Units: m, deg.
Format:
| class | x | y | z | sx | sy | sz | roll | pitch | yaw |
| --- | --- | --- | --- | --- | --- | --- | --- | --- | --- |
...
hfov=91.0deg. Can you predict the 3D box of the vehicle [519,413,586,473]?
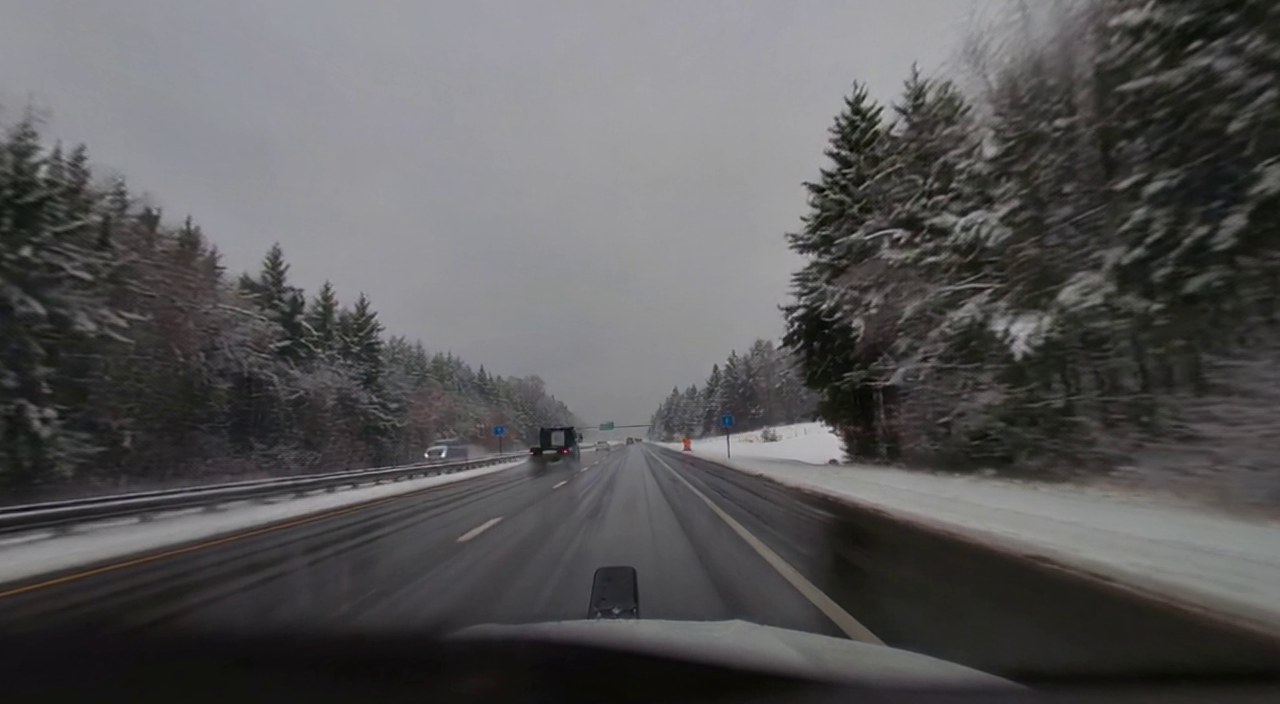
| class | x | y | z | sx | sy | sz | roll | pitch | yaw |
| --- | --- | --- | --- | --- | --- | --- | --- | --- | --- |
| vehicle | -4.177 | 4.498 | 31.253 | 2.484 | 2.625 | 5.907 | -1 | -8 | 0 |
